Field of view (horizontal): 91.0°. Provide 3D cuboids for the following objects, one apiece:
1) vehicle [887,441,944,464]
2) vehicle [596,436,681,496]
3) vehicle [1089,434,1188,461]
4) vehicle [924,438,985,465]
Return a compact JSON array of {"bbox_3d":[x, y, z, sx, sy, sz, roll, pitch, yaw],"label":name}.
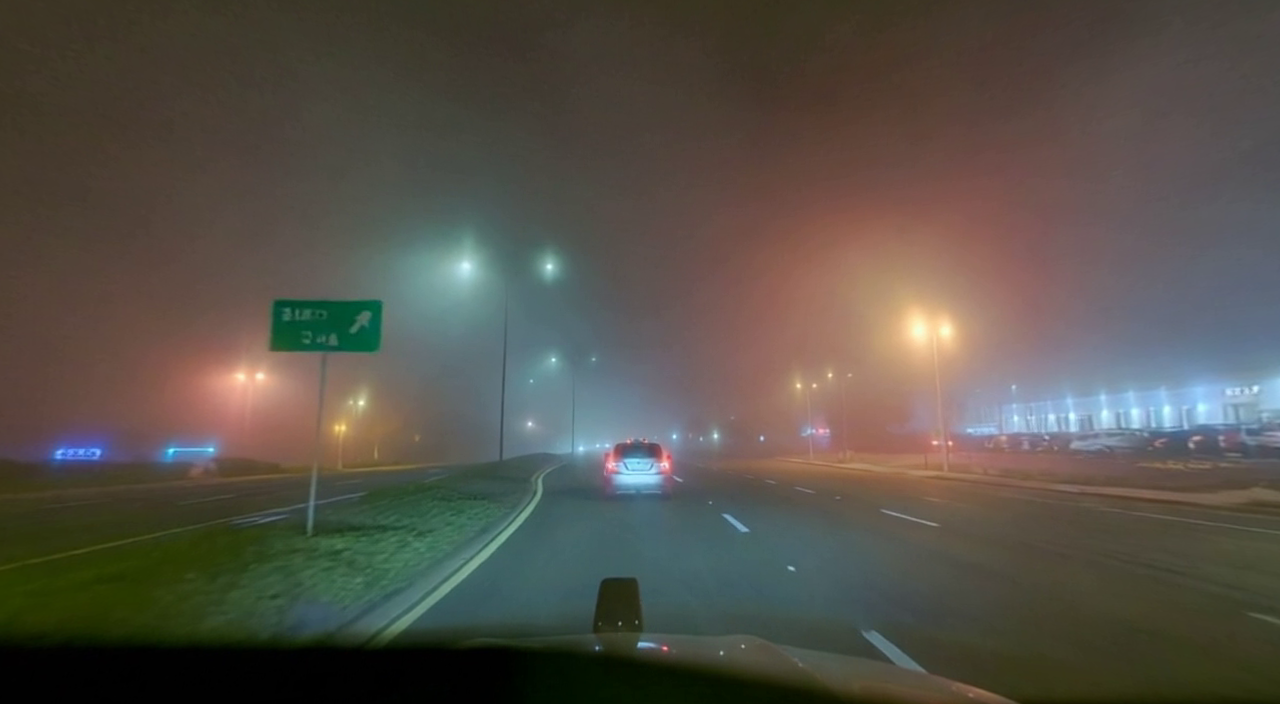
[{"bbox_3d":[19.582,7.168,44.994,2.010,1.492,4.553,1,-9,0],"label":"vehicle"},{"bbox_3d":[-0.071,3.136,17.719,2.126,1.475,3.967,0,-8,-1],"label":"vehicle"},{"bbox_3d":[32.198,6.172,40.768,4.711,1.670,1.950,0,-7,0],"label":"vehicle"},{"bbox_3d":[22.308,7.048,44.893,2.038,1.673,4.389,-2,-8,0],"label":"vehicle"}]
